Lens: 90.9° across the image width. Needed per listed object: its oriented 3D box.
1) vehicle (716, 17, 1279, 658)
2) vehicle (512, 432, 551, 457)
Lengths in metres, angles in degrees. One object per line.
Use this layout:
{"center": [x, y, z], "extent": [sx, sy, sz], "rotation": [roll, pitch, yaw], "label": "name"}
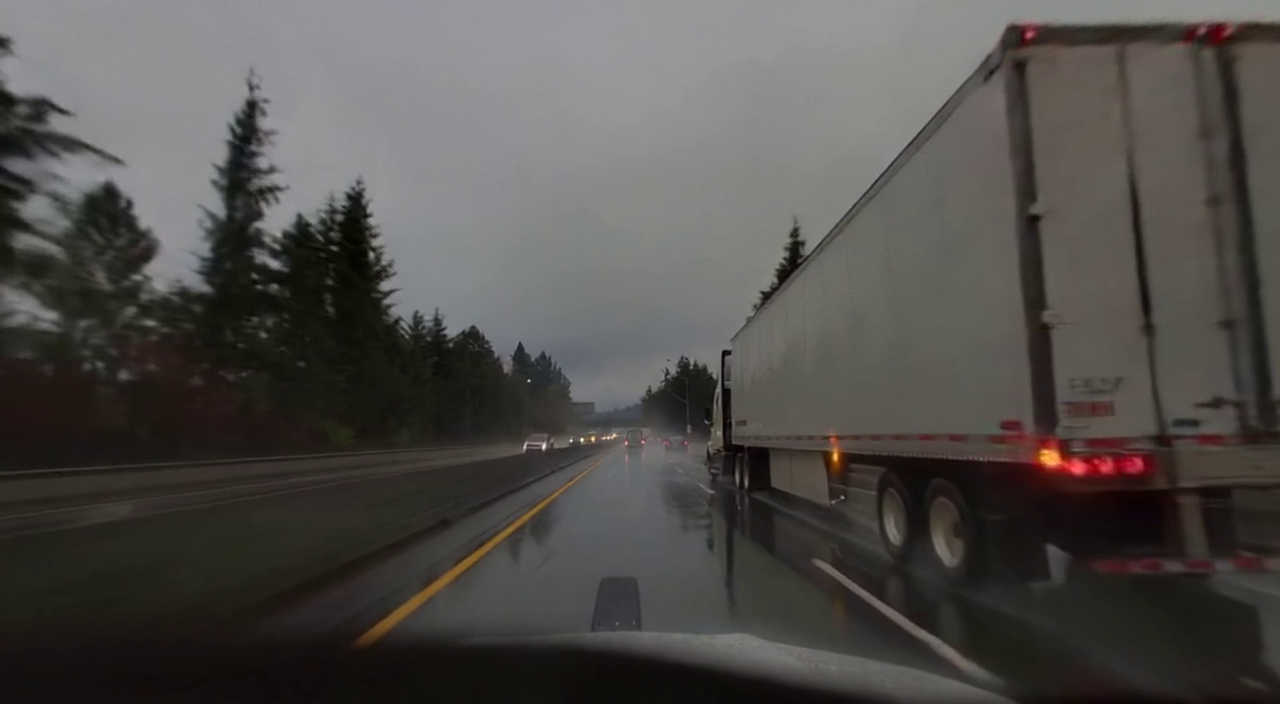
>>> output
{"center": [3.773, 0.717, 10.755], "extent": [3.038, 3.975, 13.887], "rotation": [0, -8, -1], "label": "vehicle"}
{"center": [-8.385, 7.165, 49.094], "extent": [2.199, 1.816, 4.724], "rotation": [0, -8, 0], "label": "vehicle"}
